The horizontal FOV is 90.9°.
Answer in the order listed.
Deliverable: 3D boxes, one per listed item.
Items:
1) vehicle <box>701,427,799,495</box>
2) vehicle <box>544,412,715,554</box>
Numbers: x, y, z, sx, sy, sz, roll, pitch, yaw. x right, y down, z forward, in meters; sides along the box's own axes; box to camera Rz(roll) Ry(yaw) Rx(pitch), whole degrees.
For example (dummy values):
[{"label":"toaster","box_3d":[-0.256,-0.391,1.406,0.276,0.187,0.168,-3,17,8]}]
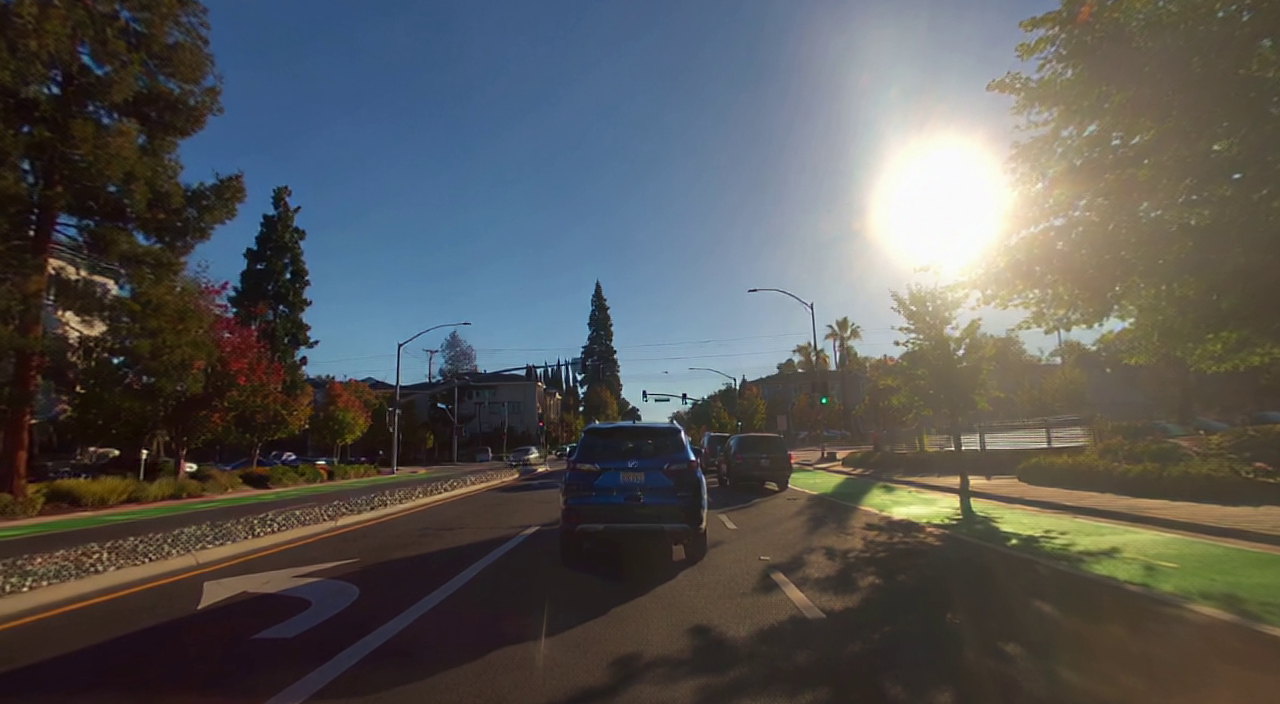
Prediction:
[{"label":"vehicle","box_3d":[3.189,3.284,19.351,2.189,1.815,4.495,0,-8,0]},{"label":"vehicle","box_3d":[-0.114,1.915,9.839,2.109,1.730,3.963,0,-8,1]}]
